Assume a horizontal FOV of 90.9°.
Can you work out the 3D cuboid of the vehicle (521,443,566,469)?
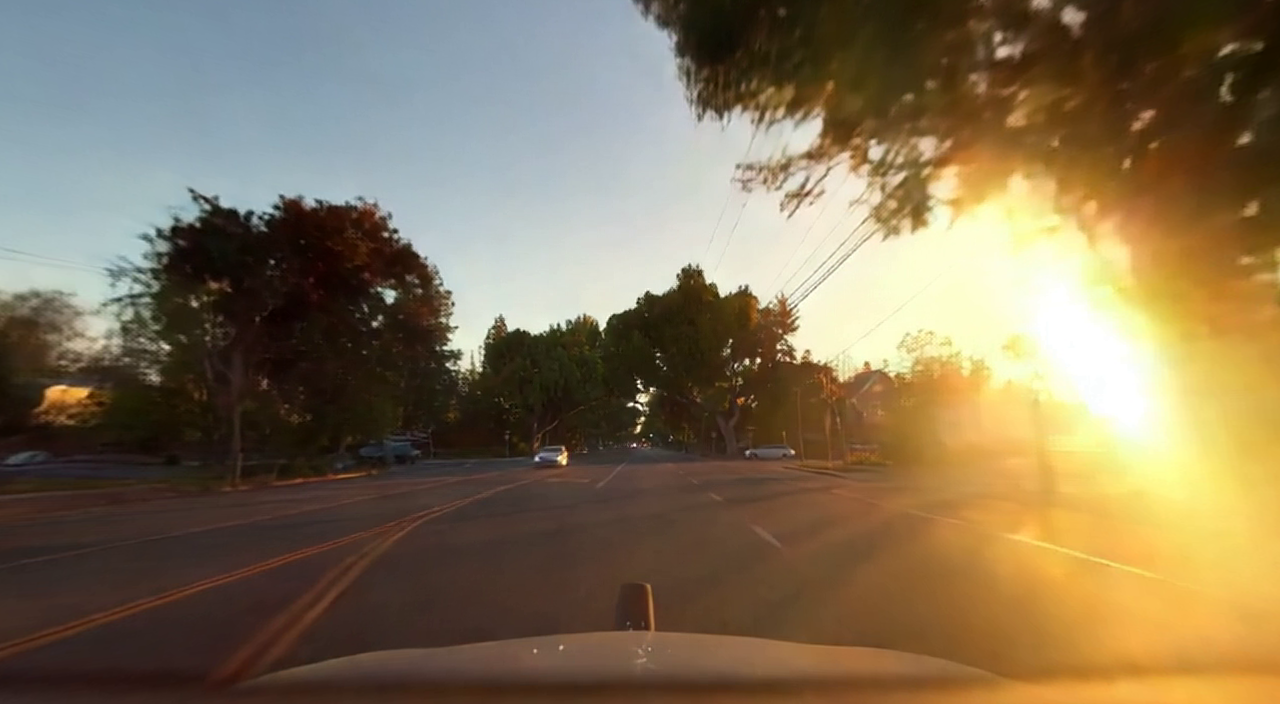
[{"bbox_3d":[-6.253,6.794,41.518,2.163,1.588,4.509,-1,-8,1],"label":"vehicle"}]
